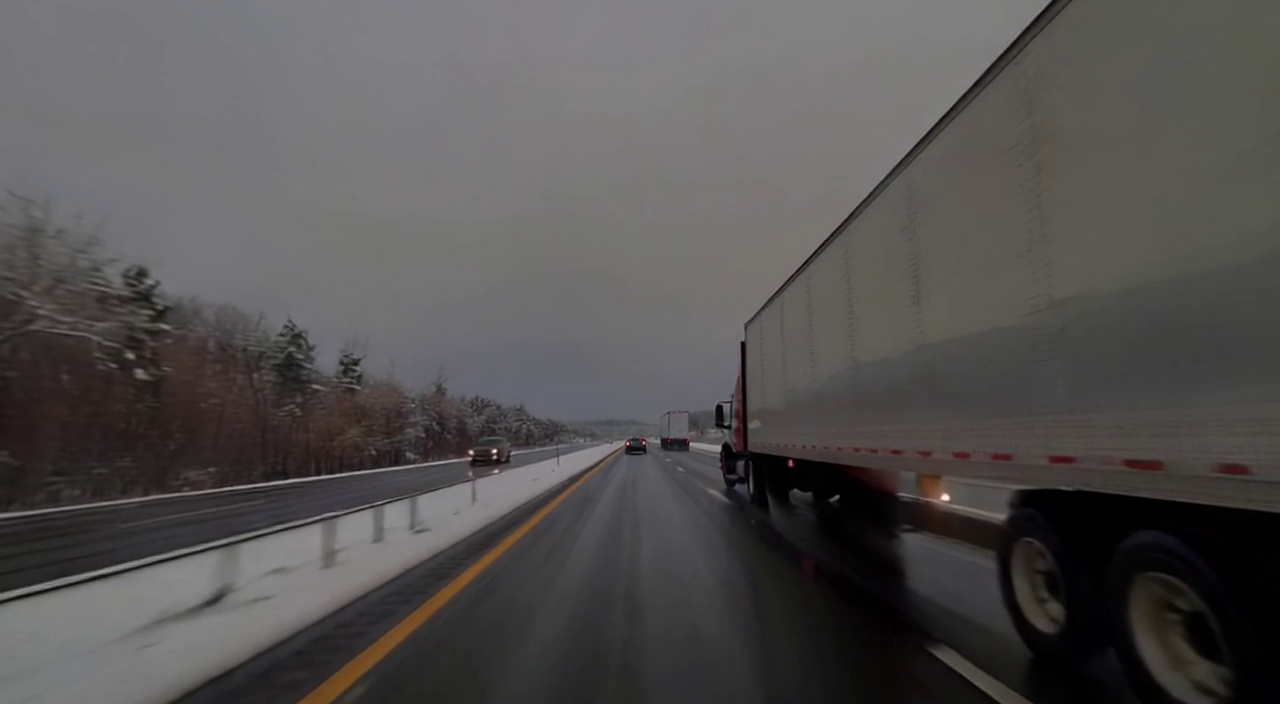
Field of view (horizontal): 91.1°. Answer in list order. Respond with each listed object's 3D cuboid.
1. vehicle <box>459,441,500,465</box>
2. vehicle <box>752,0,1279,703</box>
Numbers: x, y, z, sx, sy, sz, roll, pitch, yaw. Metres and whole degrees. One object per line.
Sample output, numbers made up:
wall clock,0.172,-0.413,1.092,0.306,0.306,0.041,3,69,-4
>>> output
vehicle,-11.571,7.270,45.613,1.890,1.614,4.227,0,-8,0
vehicle,3.966,0.149,6.337,2.919,4.004,13.911,0,-8,-1
